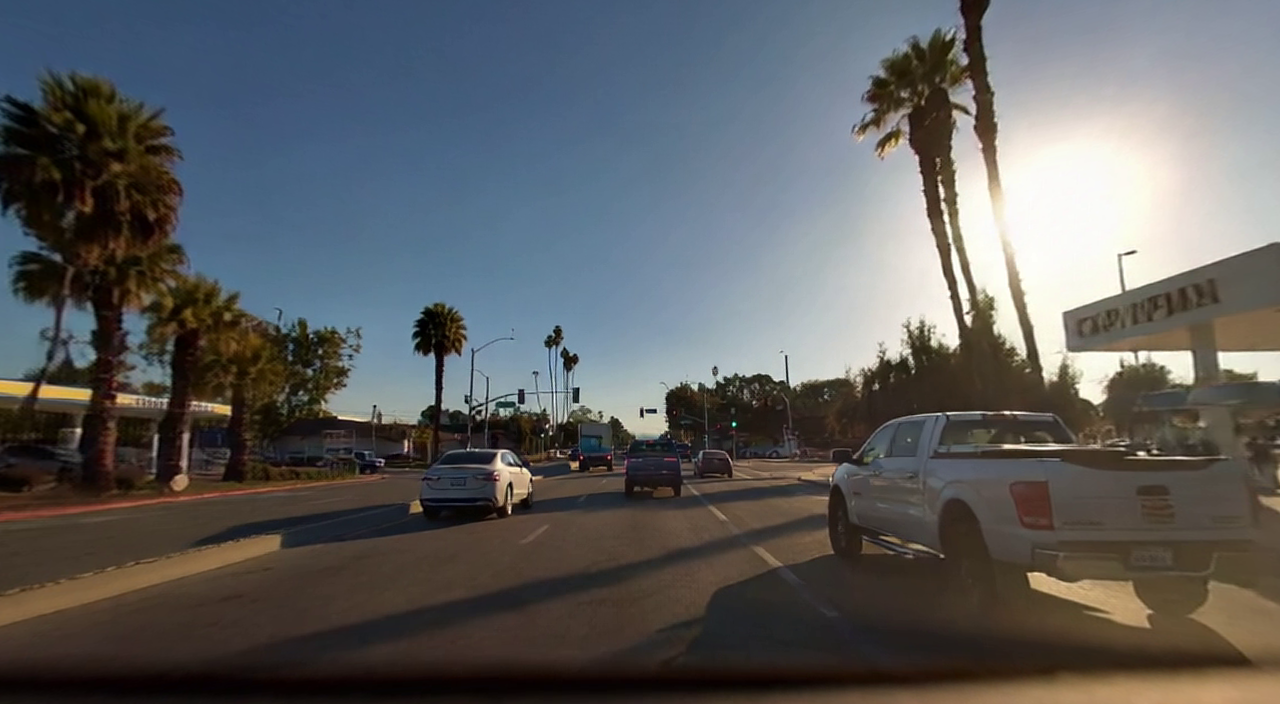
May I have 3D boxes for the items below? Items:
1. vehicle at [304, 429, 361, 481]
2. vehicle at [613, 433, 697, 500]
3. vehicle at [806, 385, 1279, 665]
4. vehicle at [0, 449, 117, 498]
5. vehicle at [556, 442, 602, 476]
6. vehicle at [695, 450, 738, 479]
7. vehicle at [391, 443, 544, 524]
[{"bbox_3d":[-18.228,6.039,37.116,2.109,2.870,3.441,7,-11,-39],"label":"vehicle"},{"bbox_3d":[0.433,3.588,20.139,2.295,1.835,5.471,0,-8,0],"label":"vehicle"},{"bbox_3d":[3.649,1.537,6.955,2.120,1.828,5.531,0,-8,0],"label":"vehicle"},{"bbox_3d":[-29.352,5.763,30.401,2.543,2.092,6.613,0,-8,-2],"label":"vehicle"},{"bbox_3d":[-3.420,6.100,36.090,2.071,1.811,4.605,0,-8,2],"label":"vehicle"},{"bbox_3d":[4.097,6.094,34.271,1.901,1.401,3.965,0,-8,1],"label":"vehicle"},{"bbox_3d":[-3.591,2.812,14.136,1.983,1.502,4.720,0,-8,2],"label":"vehicle"}]
